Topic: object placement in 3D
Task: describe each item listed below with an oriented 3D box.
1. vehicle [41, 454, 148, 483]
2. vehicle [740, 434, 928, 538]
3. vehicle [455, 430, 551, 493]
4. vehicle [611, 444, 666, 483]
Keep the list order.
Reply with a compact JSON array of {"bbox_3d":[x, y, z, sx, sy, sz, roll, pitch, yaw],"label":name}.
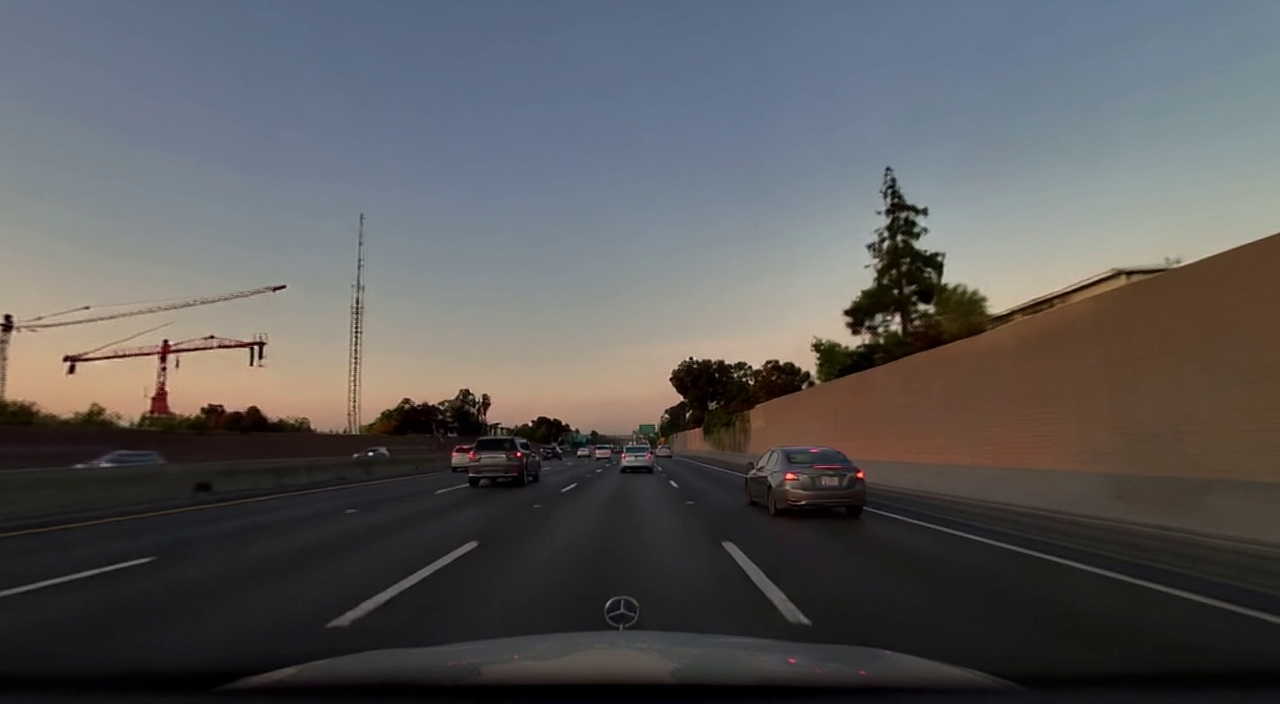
[{"bbox_3d":[-30.299,6.434,35.290,1.847,1.438,4.557,0,-8,1],"label":"vehicle"},{"bbox_3d":[3.234,2.310,11.636,1.917,1.507,4.540,0,-8,-1],"label":"vehicle"},{"bbox_3d":[-4.261,3.476,20.413,2.121,1.775,4.335,0,-8,0],"label":"vehicle"},{"bbox_3d":[-0.097,4.474,25.703,2.045,1.452,4.040,0,-8,-1],"label":"vehicle"}]
